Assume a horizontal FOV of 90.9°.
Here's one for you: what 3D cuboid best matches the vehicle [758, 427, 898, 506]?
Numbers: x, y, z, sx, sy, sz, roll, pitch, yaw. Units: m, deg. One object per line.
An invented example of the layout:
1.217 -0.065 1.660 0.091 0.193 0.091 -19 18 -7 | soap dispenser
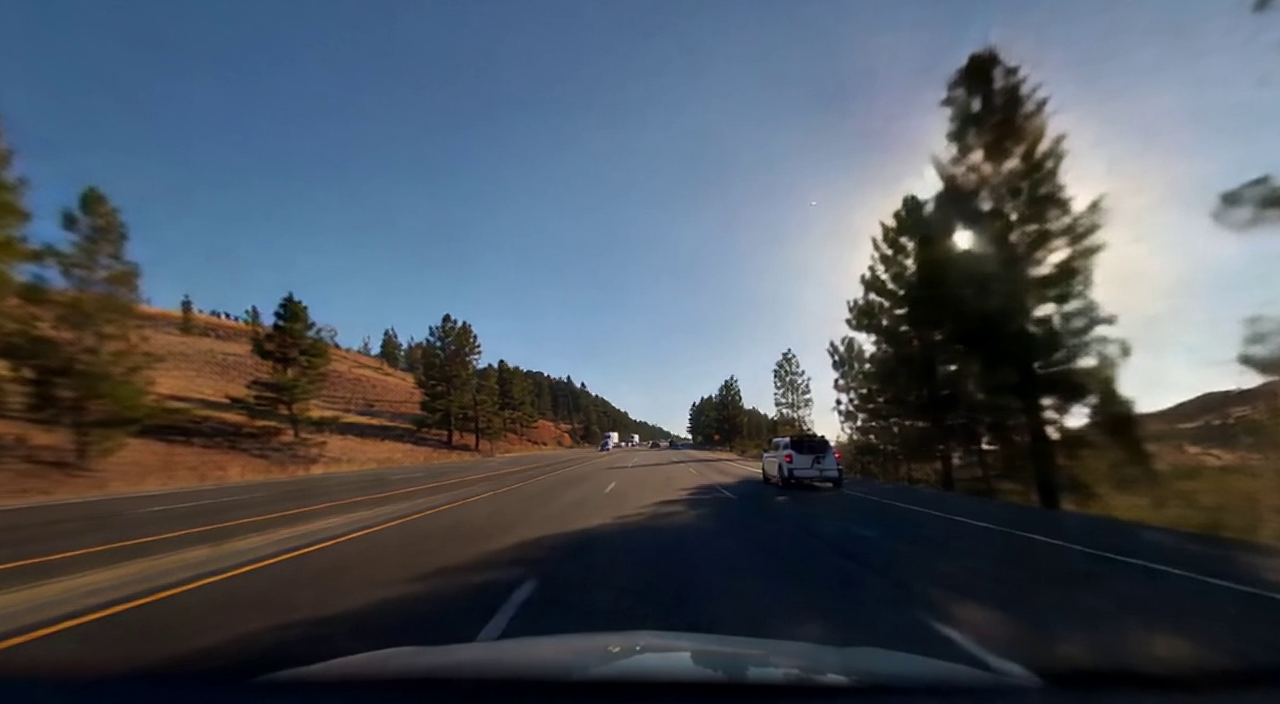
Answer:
4.569 2.853 16.260 2.098 1.703 4.862 0 -8 0 | vehicle
